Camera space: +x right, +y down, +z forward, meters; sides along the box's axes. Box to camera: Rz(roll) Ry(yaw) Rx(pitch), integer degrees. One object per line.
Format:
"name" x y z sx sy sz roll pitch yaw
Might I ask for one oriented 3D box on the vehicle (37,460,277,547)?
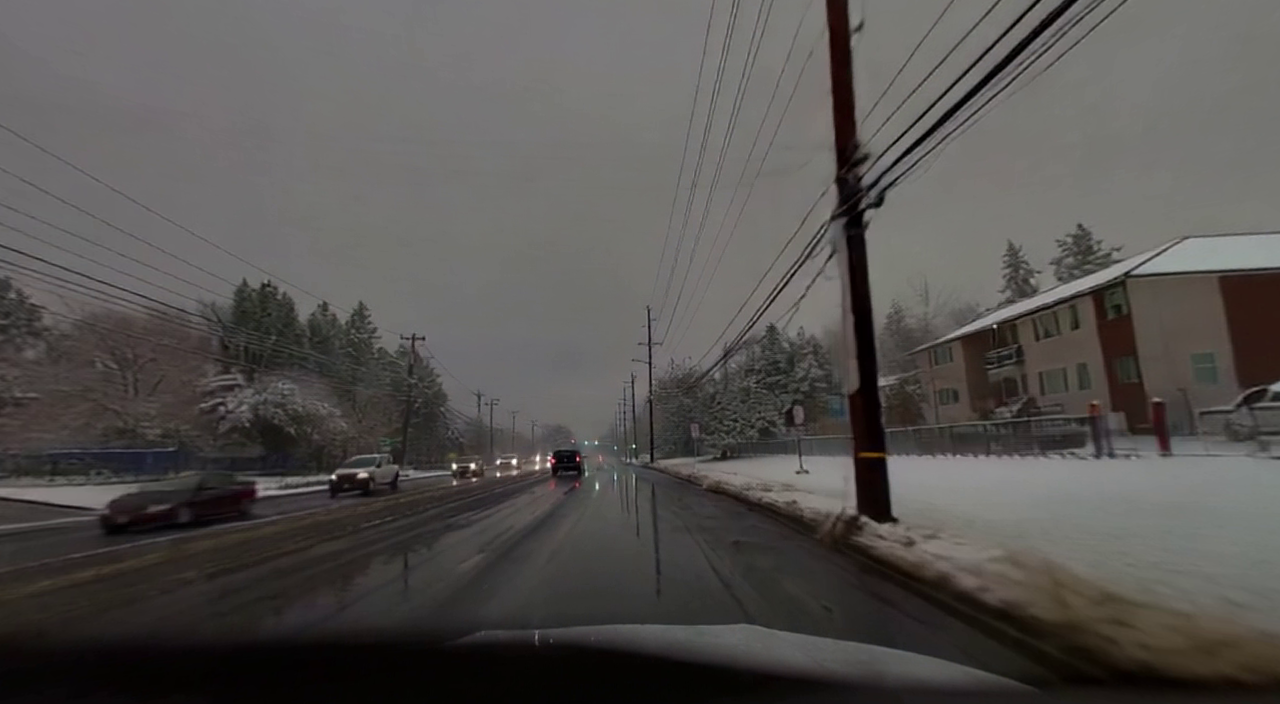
"vehicle" -10.323 3.210 14.035 1.911 1.508 4.448 1 -9 -2

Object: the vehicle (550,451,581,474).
"vehicle" -5.193 7.728 44.259 1.992 1.515 4.289 1 -9 -5

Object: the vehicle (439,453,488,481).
"vehicle" -11.521 7.534 41.436 2.043 1.654 4.642 1 -9 -3

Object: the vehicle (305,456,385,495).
"vehicle" -15.100 6.308 32.561 2.017 1.778 4.791 1 -9 -3

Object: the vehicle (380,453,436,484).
"vehicle" -15.591 7.846 42.628 2.165 1.907 5.062 1 -9 -4
